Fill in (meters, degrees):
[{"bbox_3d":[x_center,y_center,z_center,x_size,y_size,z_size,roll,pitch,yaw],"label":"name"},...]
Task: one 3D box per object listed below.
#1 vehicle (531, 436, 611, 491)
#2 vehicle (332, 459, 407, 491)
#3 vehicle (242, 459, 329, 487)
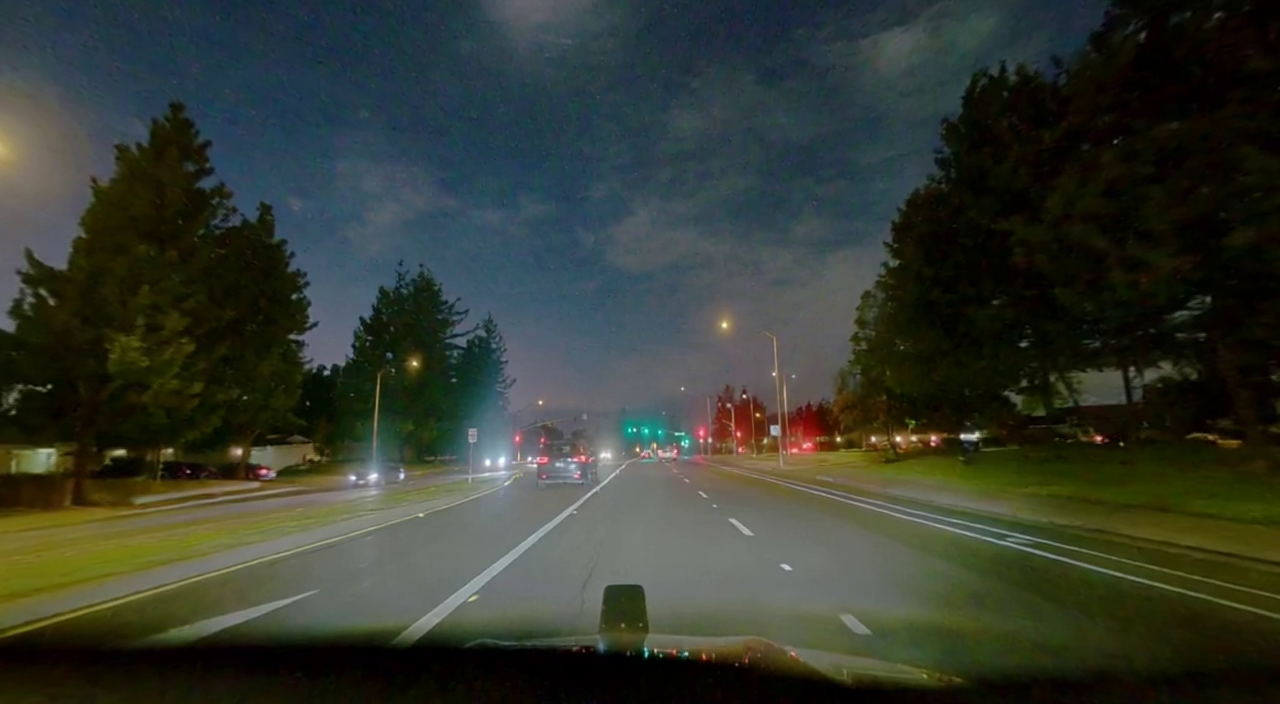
[{"bbox_3d":[-2.465,4.185,24.055,2.459,1.825,5.380,0,-8,0],"label":"vehicle"},{"bbox_3d":[-14.761,6.727,34.760,1.981,1.503,4.796,0,-9,0],"label":"vehicle"},{"bbox_3d":[-24.599,8.414,43.865,4.824,1.766,1.967,0,-9,4],"label":"vehicle"}]
